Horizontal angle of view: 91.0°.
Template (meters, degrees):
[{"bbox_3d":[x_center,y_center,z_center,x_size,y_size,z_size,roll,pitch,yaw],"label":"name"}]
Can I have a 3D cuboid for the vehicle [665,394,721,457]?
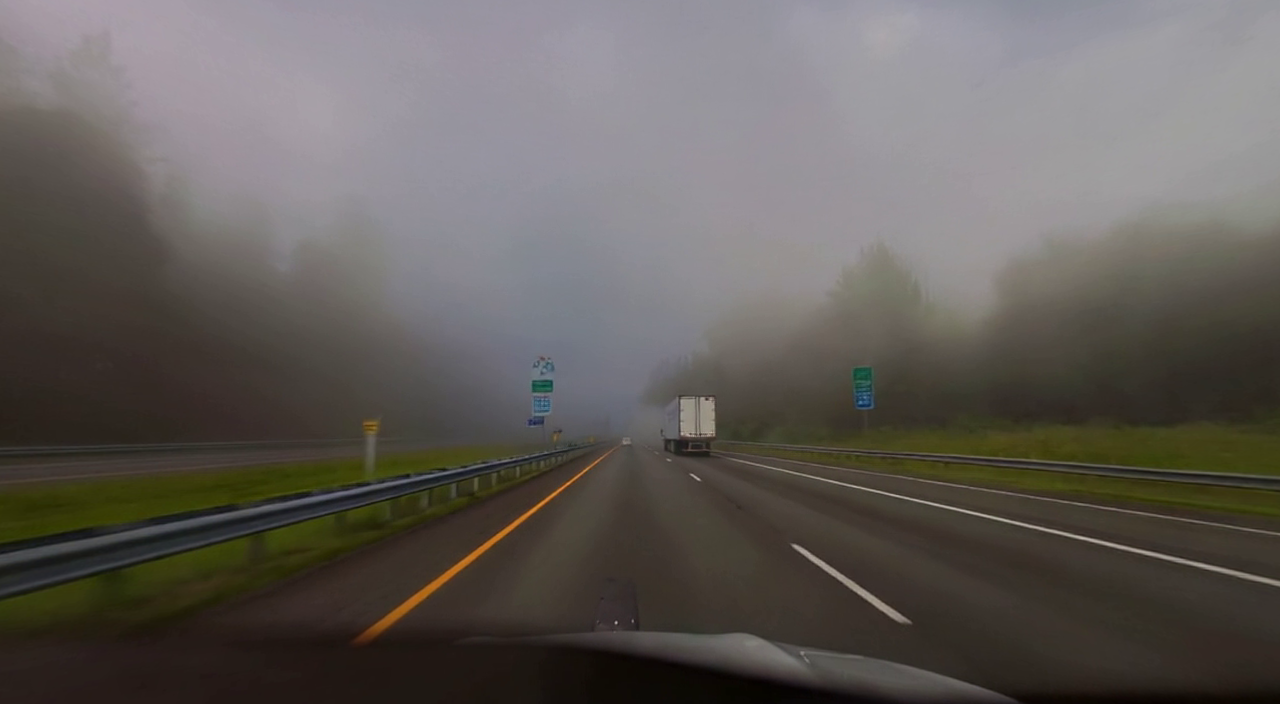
[{"bbox_3d":[3.577,5.405,45.248,3.004,3.952,10.263,0,-8,-1],"label":"vehicle"}]
